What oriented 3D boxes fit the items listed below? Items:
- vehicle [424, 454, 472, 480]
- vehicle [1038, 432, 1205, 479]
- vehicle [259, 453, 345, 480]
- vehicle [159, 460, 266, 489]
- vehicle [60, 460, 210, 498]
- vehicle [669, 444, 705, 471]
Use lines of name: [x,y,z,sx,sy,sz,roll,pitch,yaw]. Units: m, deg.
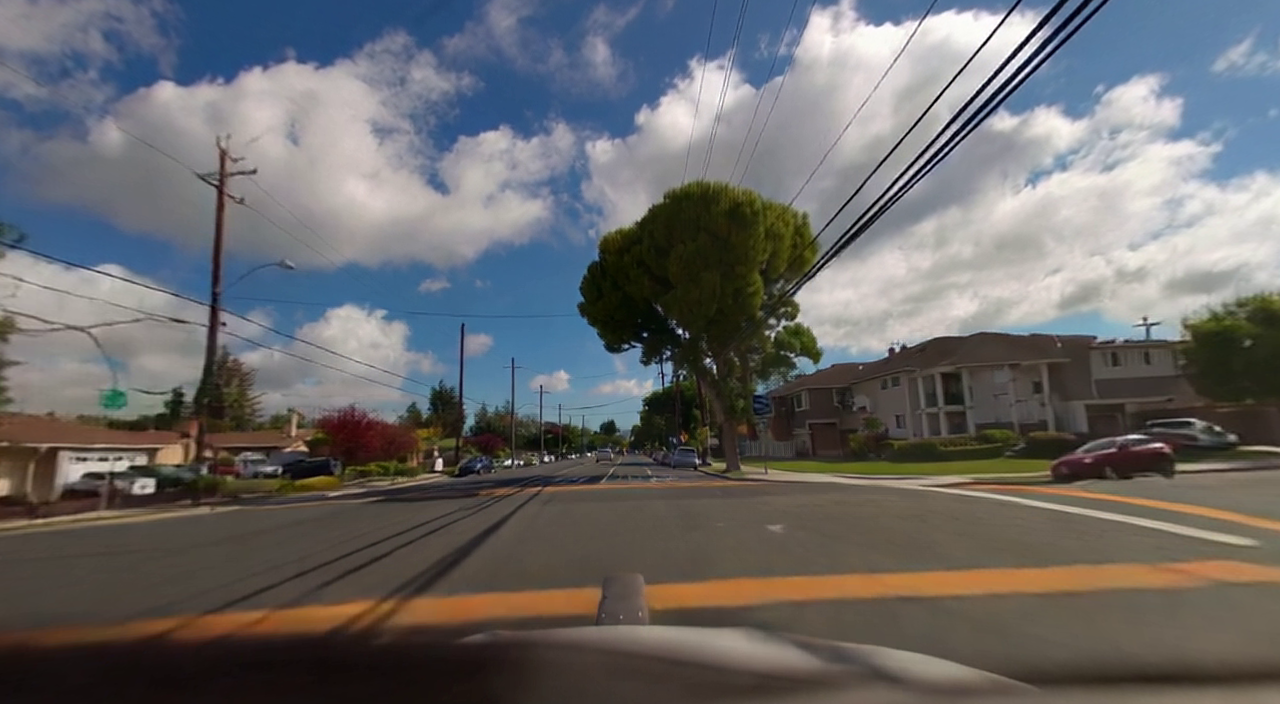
vehicle: [-14.254,8.534,47.206,1.913,1.745,4.992,0,-9,1]
vehicle: [15.979,3.447,21.114,4.001,1.484,1.961,1,-9,-4]
vehicle: [-22.671,7.698,42.465,4.612,1.736,1.951,0,-9,-1]
vehicle: [-22.767,6.511,33.764,4.344,1.471,1.813,0,-9,-3]
vehicle: [-21.822,5.487,27.458,4.728,1.536,2.006,0,-9,0]
vehicle: [3.164,7.285,43.651,2.045,1.746,4.564,0,-9,-2]
